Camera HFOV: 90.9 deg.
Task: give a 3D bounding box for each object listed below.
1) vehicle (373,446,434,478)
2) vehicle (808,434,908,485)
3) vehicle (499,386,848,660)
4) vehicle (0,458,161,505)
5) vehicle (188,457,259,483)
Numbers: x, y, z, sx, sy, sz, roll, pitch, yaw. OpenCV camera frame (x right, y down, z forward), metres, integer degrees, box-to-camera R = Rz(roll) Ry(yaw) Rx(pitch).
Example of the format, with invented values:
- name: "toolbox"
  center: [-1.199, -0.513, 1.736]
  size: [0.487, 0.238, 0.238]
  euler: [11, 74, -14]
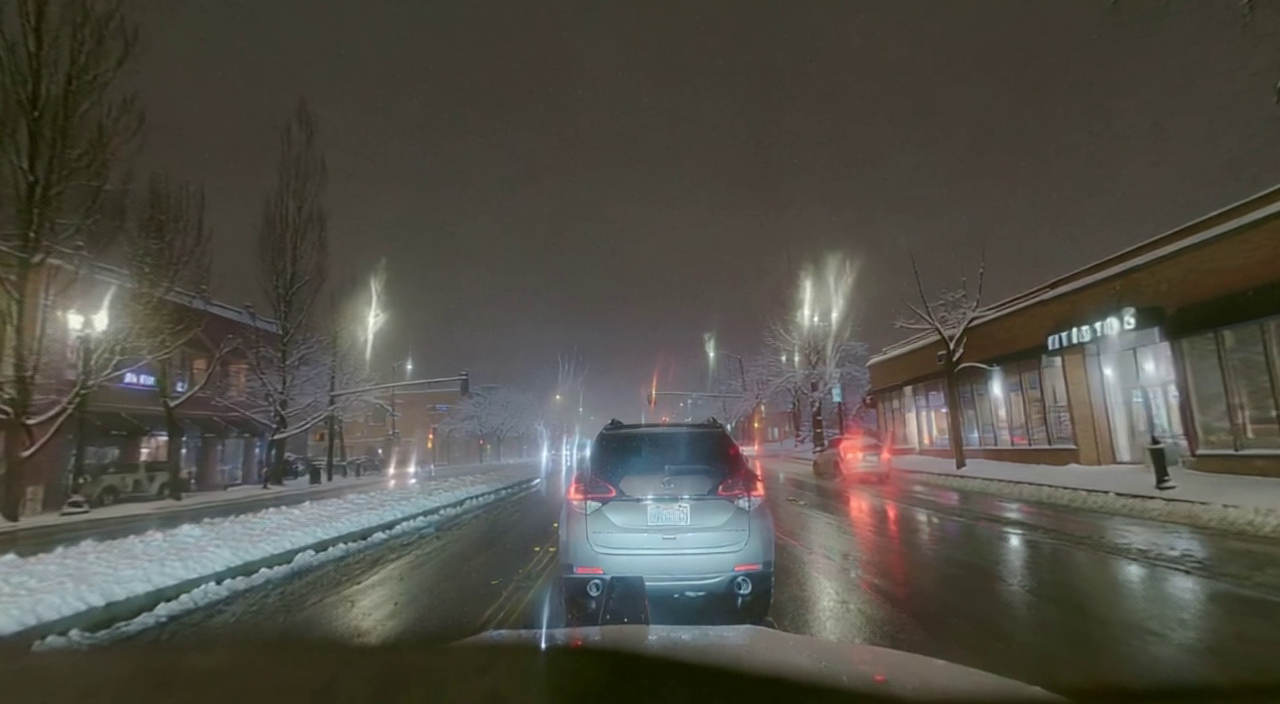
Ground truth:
- name: "vehicle"
  center: [-13.361, 6.228, 35.915]
  size: [1.965, 1.695, 4.284]
  euler: [0, -8, -2]
- name: "vehicle"
  center: [7.146, 3.557, 21.192]
  size: [1.900, 1.507, 4.151]
  euler: [0, -8, 1]
- name: "vehicle"
  center: [0.206, 1.332, 5.878]
  size: [2.125, 1.669, 3.880]
  euler: [0, -8, 0]
- name: "vehicle"
  center: [-22.516, 5.155, 25.439]
  size: [4.608, 1.659, 1.981]
  euler: [4, -9, -24]
- name: "vehicle"
  center: [-27.879, 7.876, 42.380]
  size: [1.861, 1.578, 4.152]
  euler: [0, -8, 1]
